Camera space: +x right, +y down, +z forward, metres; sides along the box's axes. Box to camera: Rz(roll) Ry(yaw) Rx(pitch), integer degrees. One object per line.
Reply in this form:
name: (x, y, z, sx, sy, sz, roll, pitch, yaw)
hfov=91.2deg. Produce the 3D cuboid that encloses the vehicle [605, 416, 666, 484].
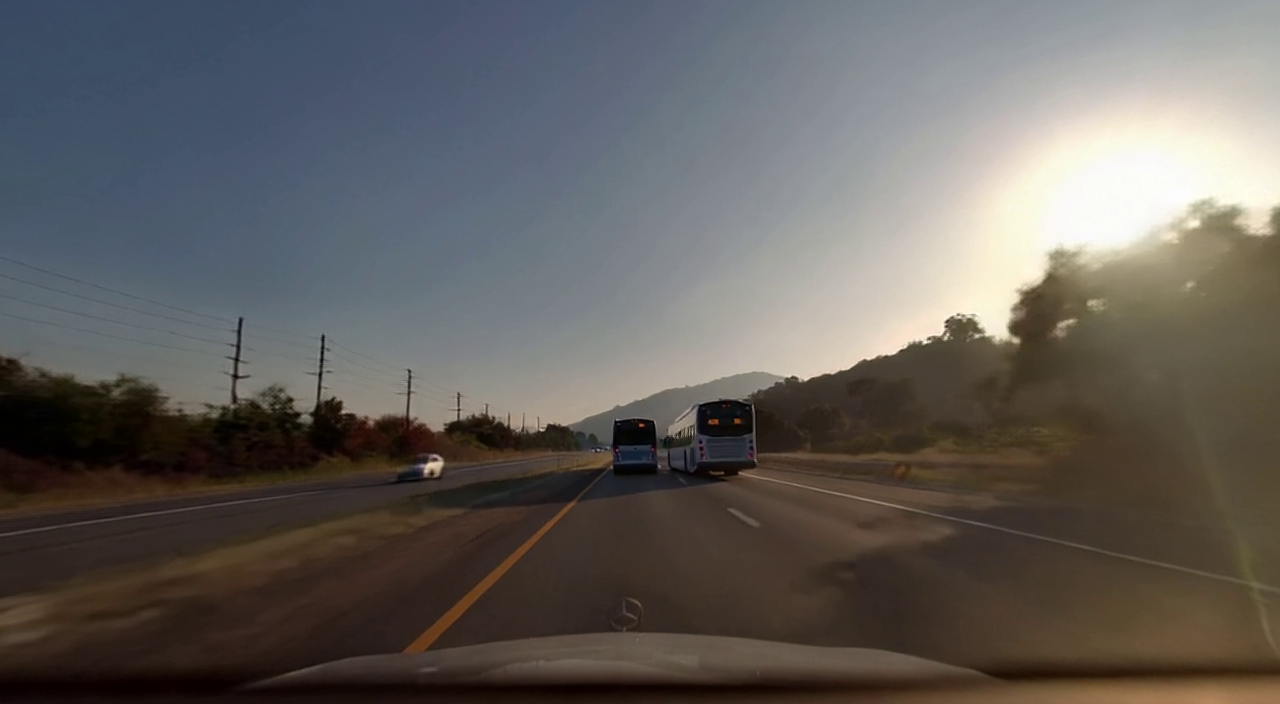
vehicle: (-0.211, 4.383, 28.041, 2.414, 2.675, 5.574, -1, -9, -1)

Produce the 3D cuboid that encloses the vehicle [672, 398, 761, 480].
vehicle: (3.805, 4.953, 35.059, 3.074, 3.668, 12.805, -1, -9, -1)

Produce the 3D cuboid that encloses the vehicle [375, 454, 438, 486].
vehicle: (-12.606, 6.380, 34.072, 1.889, 1.534, 4.023, -1, -9, 0)
